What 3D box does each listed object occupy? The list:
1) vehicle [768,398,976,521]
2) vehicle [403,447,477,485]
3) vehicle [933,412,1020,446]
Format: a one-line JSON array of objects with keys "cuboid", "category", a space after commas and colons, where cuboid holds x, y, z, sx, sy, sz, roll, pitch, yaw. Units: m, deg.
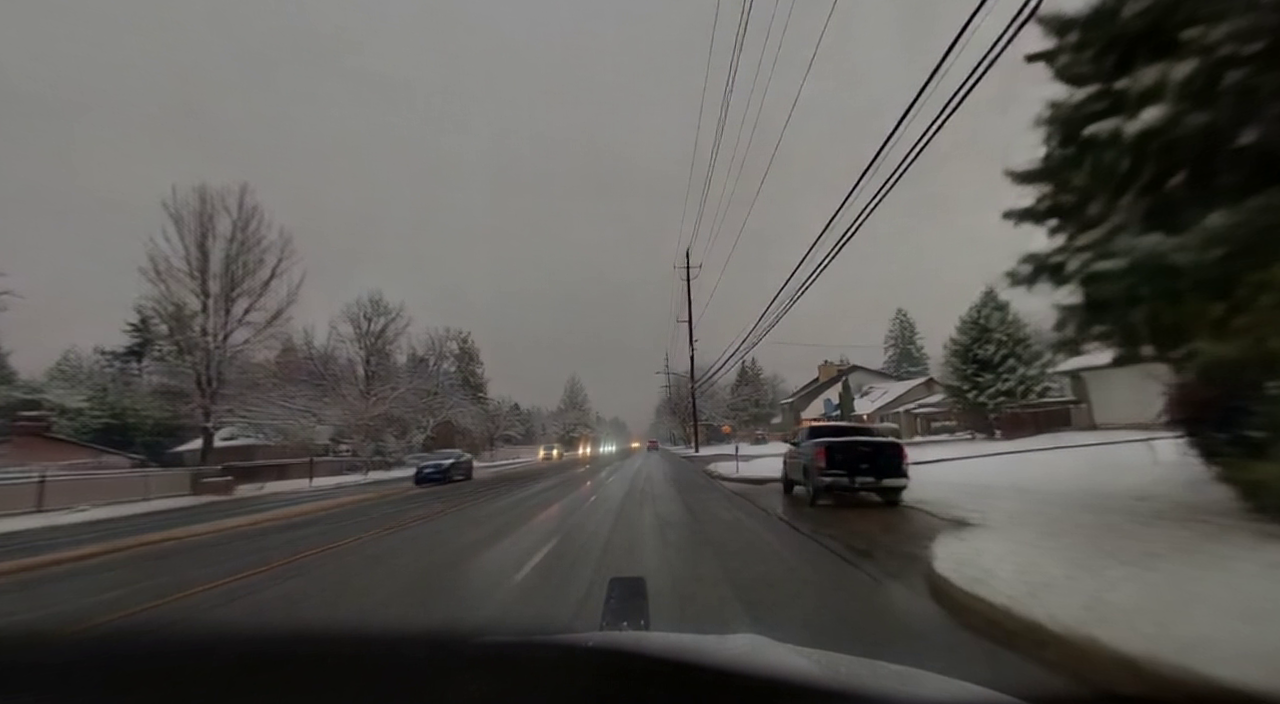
[{"cuboid": [4.177, 2.064, 12.468, 2.228, 1.885, 4.854, -1, -8, 0], "category": "vehicle"}, {"cuboid": [-8.849, 5.051, 28.276, 1.915, 1.539, 4.106, -1, -8, 1], "category": "vehicle"}, {"cuboid": [22.096, 5.089, 41.536, 4.389, 1.751, 2.158, -4, -14, 5], "category": "vehicle"}]
